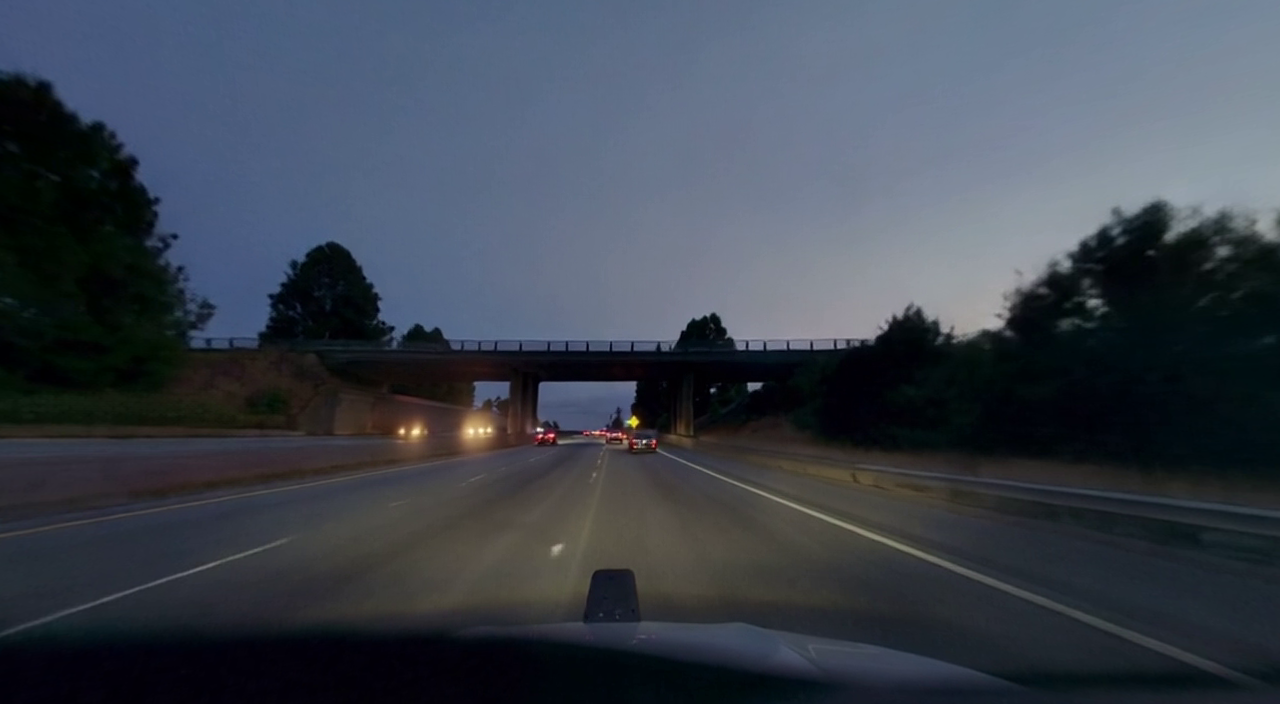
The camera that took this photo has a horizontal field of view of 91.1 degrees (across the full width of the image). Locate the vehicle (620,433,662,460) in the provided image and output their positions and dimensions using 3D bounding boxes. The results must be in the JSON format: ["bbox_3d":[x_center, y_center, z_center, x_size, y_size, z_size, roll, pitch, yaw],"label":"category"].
[{"bbox_3d":[-0.011,5.025,33.488,1.999,1.329,3.913,1,-8,-3],"label":"vehicle"}]
